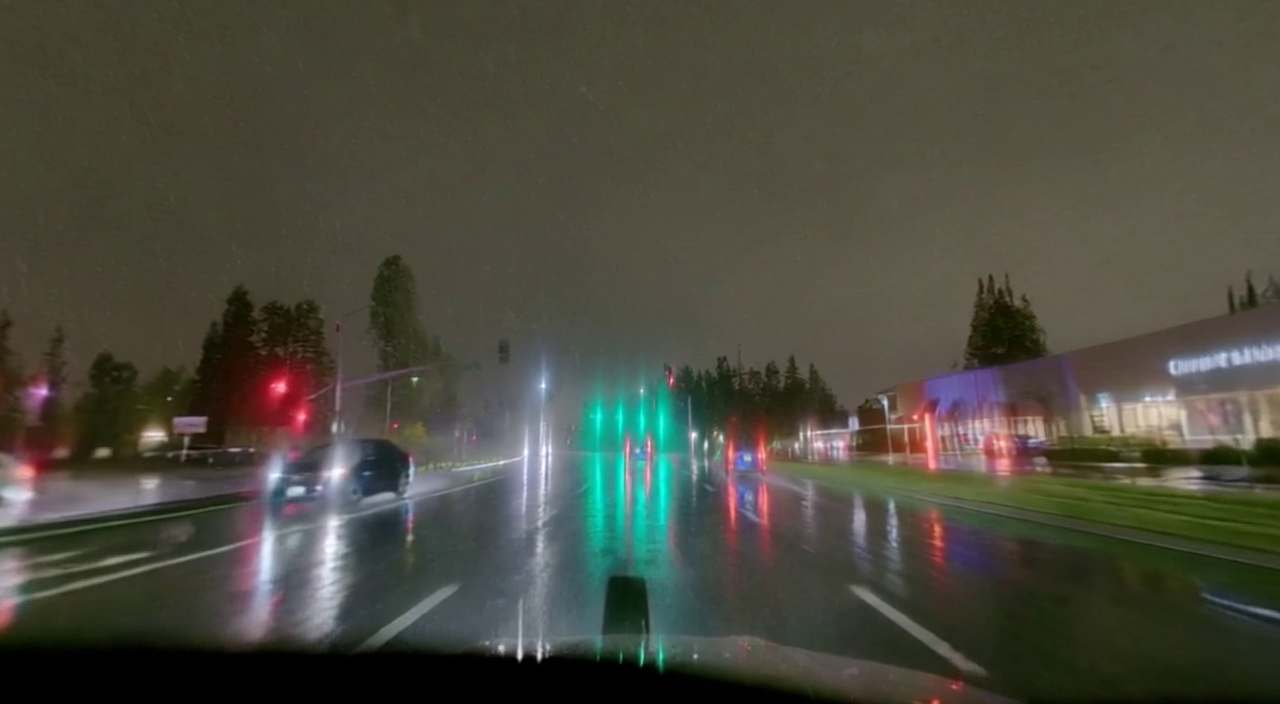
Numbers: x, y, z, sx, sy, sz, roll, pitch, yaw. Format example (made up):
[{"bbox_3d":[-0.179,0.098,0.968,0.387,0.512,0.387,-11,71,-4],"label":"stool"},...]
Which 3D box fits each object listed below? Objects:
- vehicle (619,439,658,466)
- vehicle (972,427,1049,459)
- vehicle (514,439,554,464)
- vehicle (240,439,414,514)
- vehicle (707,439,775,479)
[{"bbox_3d":[-0.036,6.061,38.193,2.001,1.504,4.212,-1,-8,5],"label":"vehicle"},{"bbox_3d":[26.052,6.454,44.589,2.244,2.120,5.471,-1,-8,1],"label":"vehicle"},{"bbox_3d":[-7.397,6.853,43.516,2.127,1.562,4.402,2,-9,-17],"label":"vehicle"},{"bbox_3d":[-6.888,2.748,14.428,1.993,1.444,3.965,0,-8,-1],"label":"vehicle"},{"bbox_3d":[4.017,4.321,25.761,1.977,1.474,4.399,0,-8,-1],"label":"vehicle"}]
